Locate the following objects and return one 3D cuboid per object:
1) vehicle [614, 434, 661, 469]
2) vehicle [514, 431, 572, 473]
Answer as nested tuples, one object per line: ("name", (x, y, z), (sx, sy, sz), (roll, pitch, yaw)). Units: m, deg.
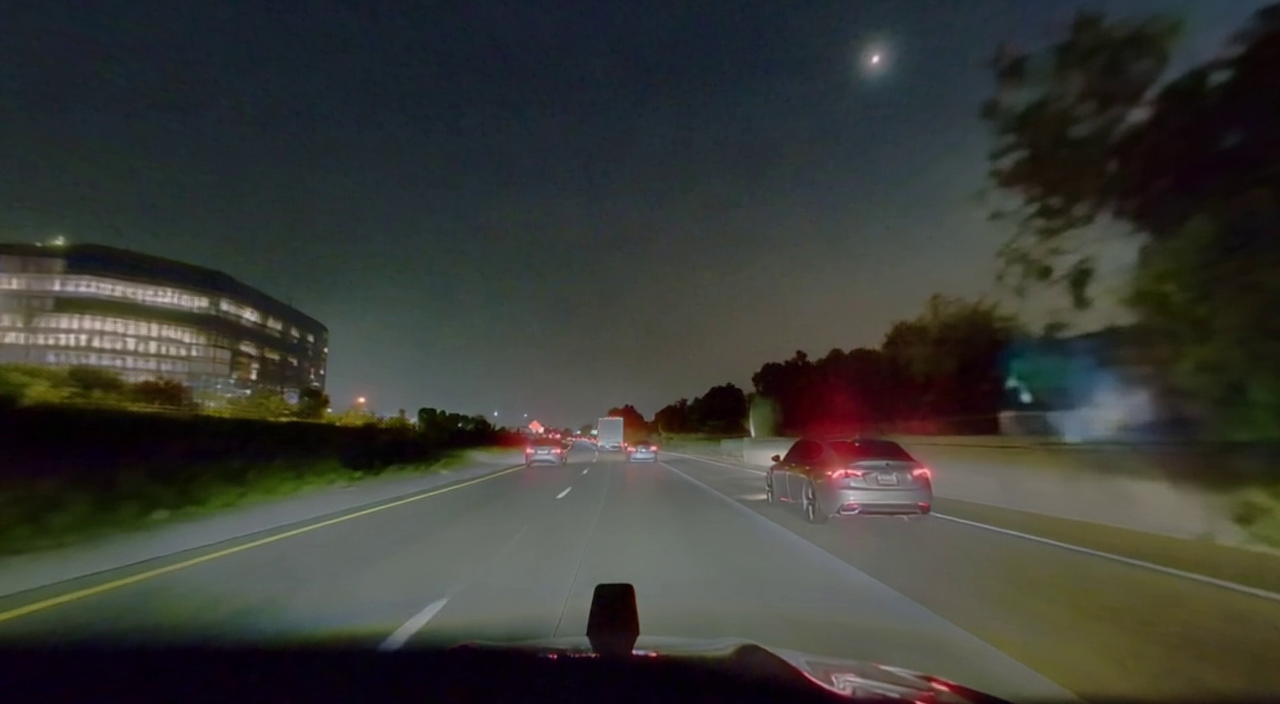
("vehicle", (-0.197, 4.997, 31.825), (2.078, 1.608, 3.982), (0, -8, -5))
("vehicle", (-4.311, 4.509, 28.609), (2.080, 1.733, 4.410), (0, -8, -2))
